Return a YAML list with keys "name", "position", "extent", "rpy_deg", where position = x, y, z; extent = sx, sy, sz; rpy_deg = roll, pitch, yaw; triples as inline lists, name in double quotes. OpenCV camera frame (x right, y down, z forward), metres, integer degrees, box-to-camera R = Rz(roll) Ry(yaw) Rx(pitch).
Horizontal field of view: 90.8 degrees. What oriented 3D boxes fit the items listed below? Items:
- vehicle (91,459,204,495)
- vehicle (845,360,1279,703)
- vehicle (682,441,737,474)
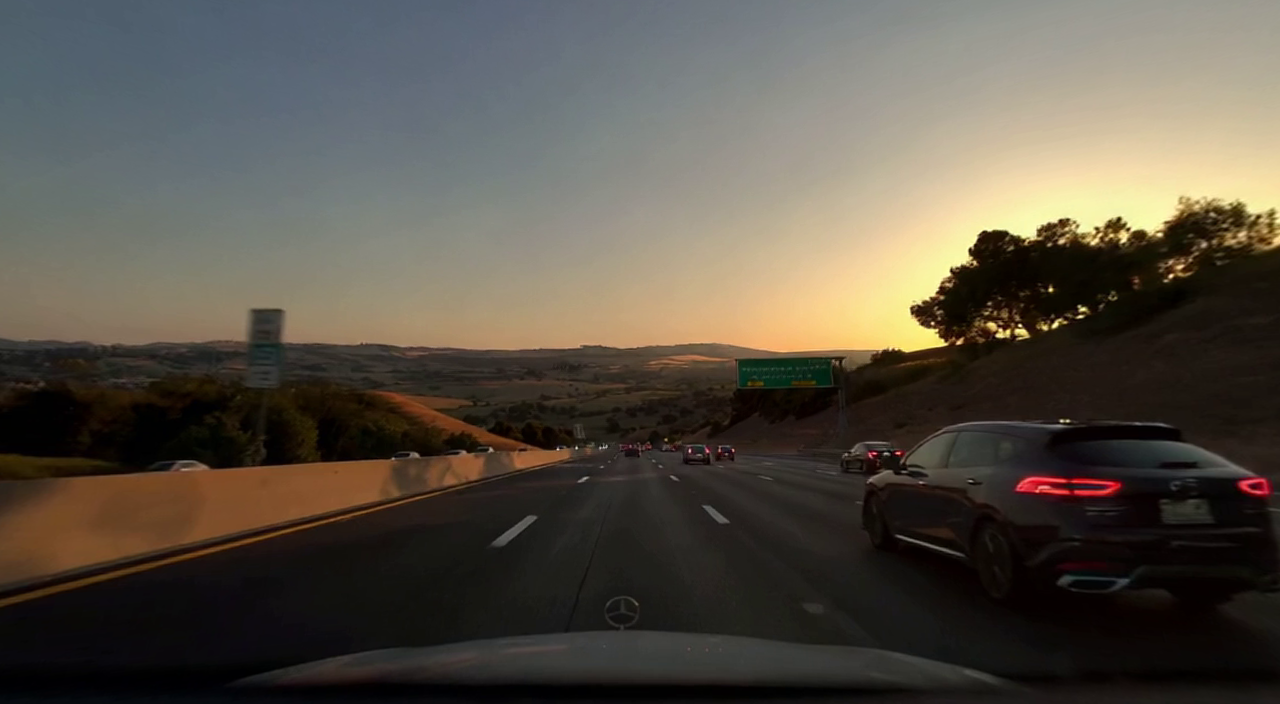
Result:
- name: "vehicle"
  position: [-22.006, 5.573, 28.450]
  extent: [1.857, 1.392, 4.044]
  rpy_deg: [0, -9, -1]
- name: "vehicle"
  position: [3.294, 1.163, 4.648]
  extent: [1.977, 1.601, 4.598]
  rpy_deg: [0, -8, -1]
- name: "vehicle"
  position: [3.212, 4.994, 30.124]
  extent: [2.038, 1.477, 4.313]
  rpy_deg: [0, -8, -1]
